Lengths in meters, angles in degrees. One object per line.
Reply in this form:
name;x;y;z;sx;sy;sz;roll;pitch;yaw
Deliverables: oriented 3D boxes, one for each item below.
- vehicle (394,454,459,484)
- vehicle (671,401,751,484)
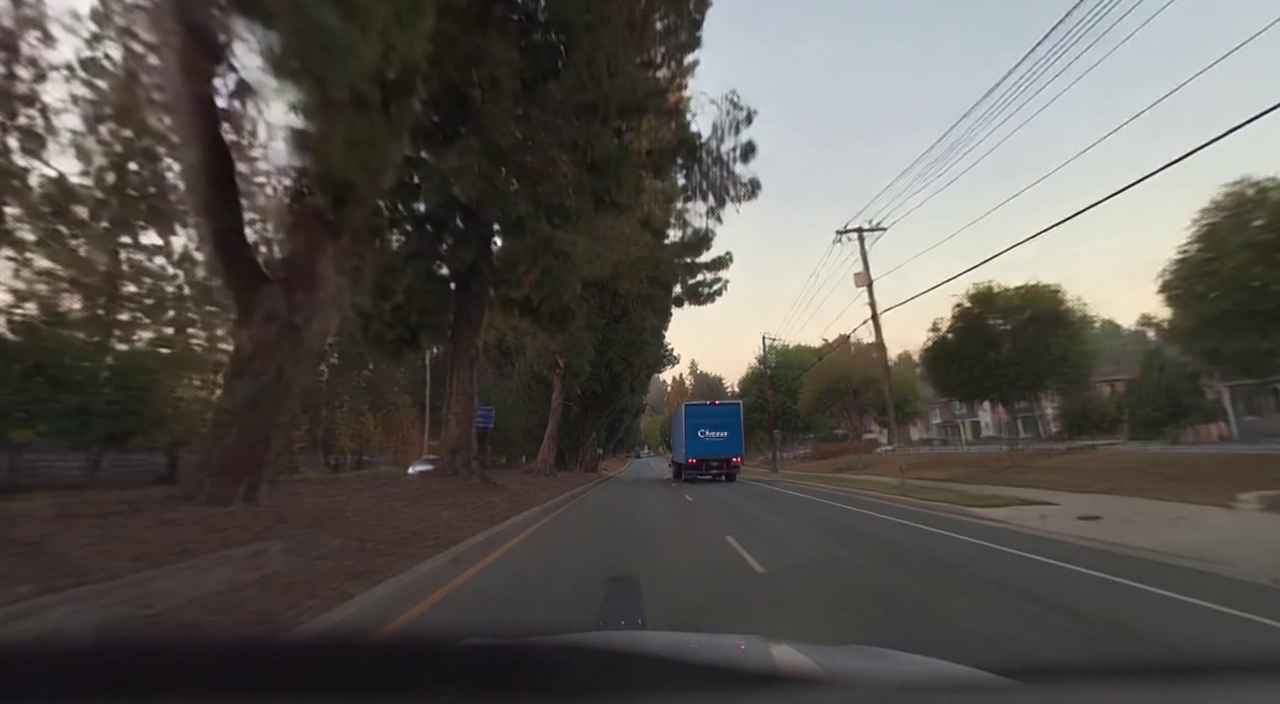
vehicle;-12.071;6.615;35.809;1.950;1.501;4.807;0;-9;1
vehicle;3.507;4.887;33.714;2.973;3.848;9.336;0;-9;-1
